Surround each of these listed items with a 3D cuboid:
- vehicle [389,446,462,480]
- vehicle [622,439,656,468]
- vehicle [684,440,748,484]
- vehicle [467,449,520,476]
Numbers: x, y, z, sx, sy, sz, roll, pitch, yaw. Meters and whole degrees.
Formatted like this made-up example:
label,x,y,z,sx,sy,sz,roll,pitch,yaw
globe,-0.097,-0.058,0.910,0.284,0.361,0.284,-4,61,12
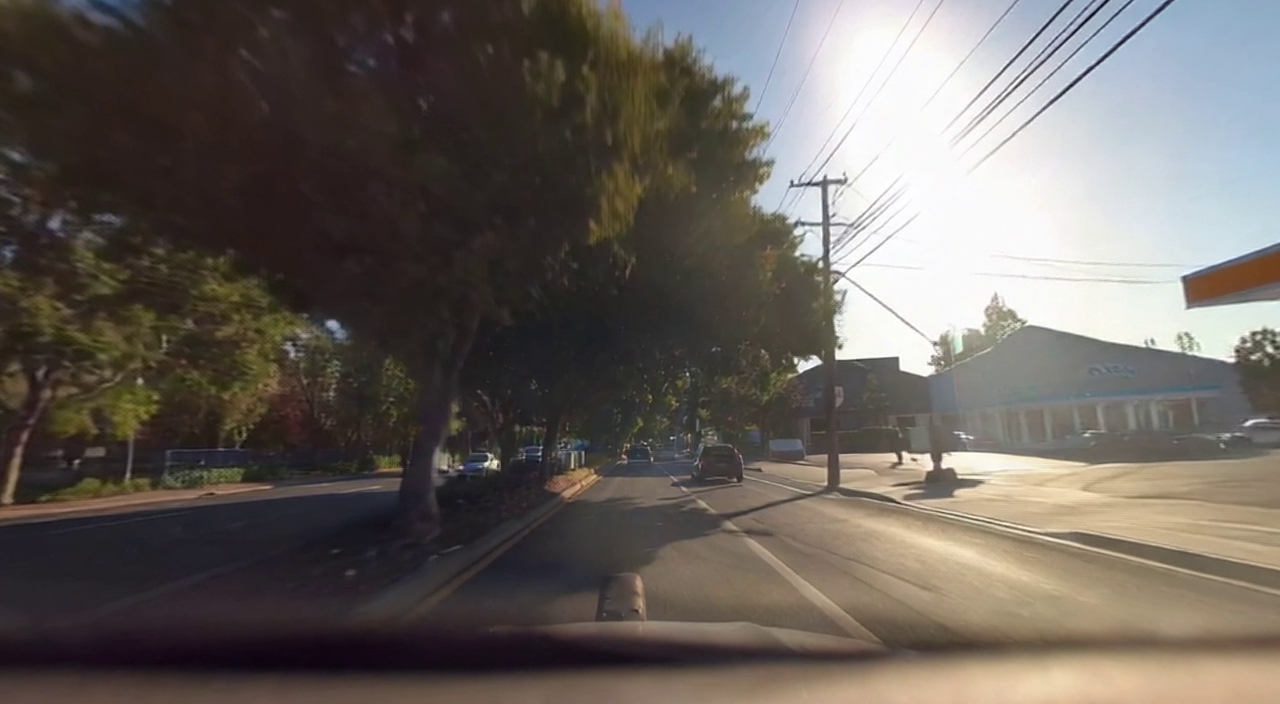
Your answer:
label,x,y,z,sx,sy,sz,roll,pitch,yaw
vehicle,-12.922,6.670,38.521,2.415,1.828,5.778,-1,-8,0
vehicle,-0.105,6.859,42.970,2.163,1.825,4.073,-1,-8,-1
vehicle,3.022,4.457,25.957,1.990,1.592,4.294,-1,-8,-1
vehicle,-8.724,6.599,38.045,2.180,1.484,4.612,-1,-8,-1
